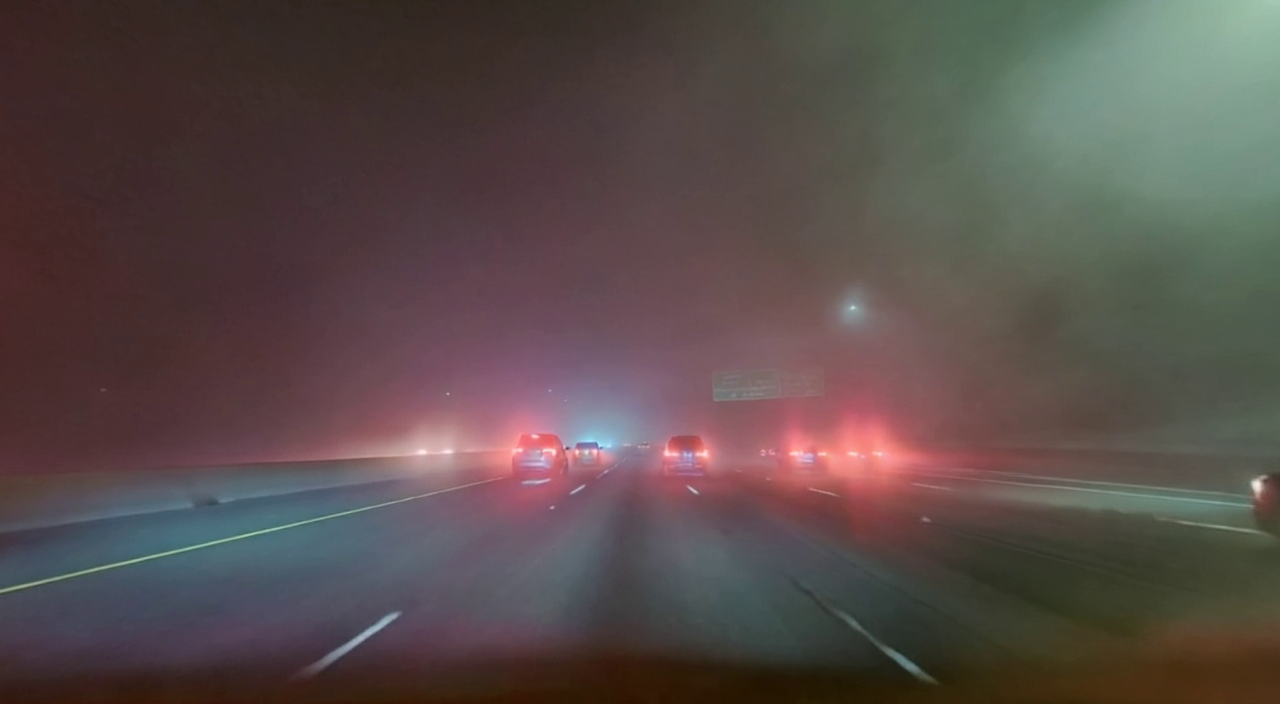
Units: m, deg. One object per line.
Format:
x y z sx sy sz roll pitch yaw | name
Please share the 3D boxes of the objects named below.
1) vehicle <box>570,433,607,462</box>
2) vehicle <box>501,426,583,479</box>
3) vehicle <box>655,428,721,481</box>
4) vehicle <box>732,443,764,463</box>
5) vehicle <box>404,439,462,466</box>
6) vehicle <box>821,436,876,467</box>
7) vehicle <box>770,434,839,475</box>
-3.902 7.412 48.948 2.317 2.049 5.746 0 -8 1 | vehicle
-3.572 3.806 23.981 2.199 1.777 4.790 0 -8 2 | vehicle
1.668 3.694 22.895 2.181 1.728 3.970 0 -8 2 | vehicle
8.287 7.767 48.600 1.815 1.479 3.892 0 -8 1 | vehicle
-13.270 6.453 40.631 1.960 1.588 4.540 0 -9 3 | vehicle
12.800 6.147 38.932 2.010 1.765 4.375 0 -8 1 | vehicle
7.253 4.557 28.137 2.022 1.682 4.226 0 -8 1 | vehicle
